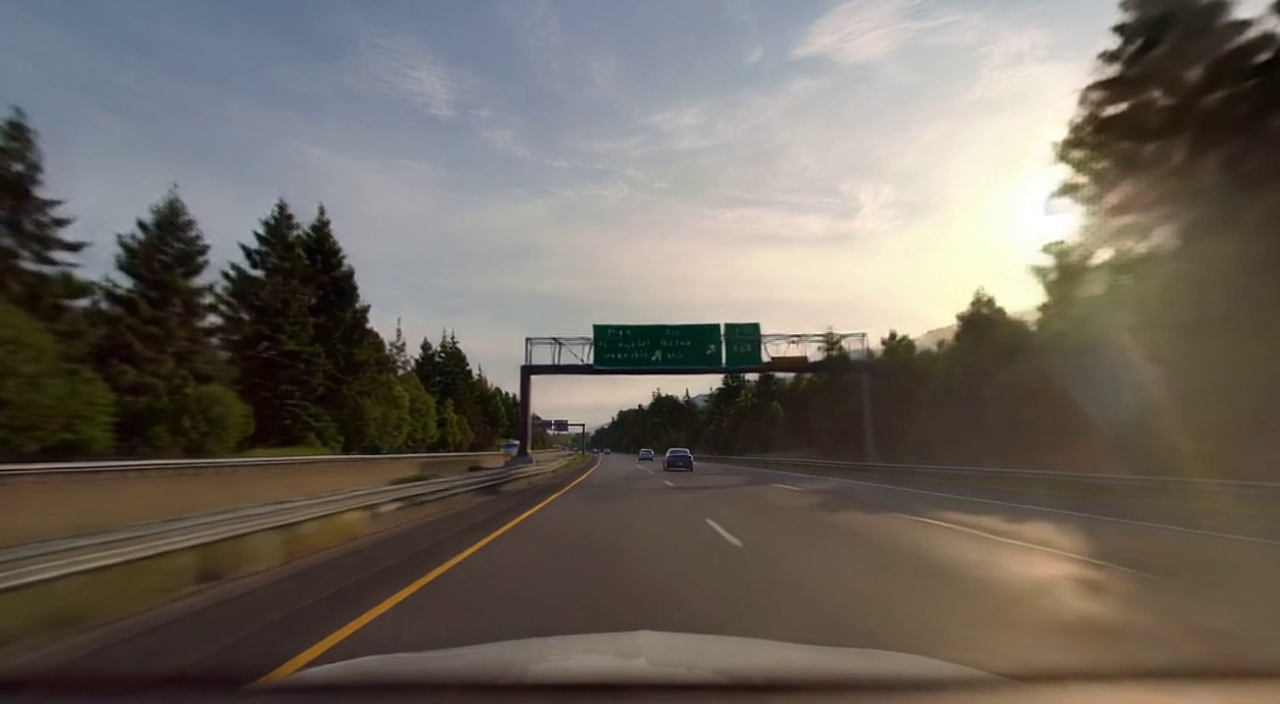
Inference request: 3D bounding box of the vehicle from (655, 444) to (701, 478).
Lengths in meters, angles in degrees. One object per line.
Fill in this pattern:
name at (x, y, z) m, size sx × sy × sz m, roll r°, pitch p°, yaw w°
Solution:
vehicle at (1.846, 5.490, 31.876) m, size 2.011 × 1.590 × 3.607 m, roll 0°, pitch -9°, yaw -2°
